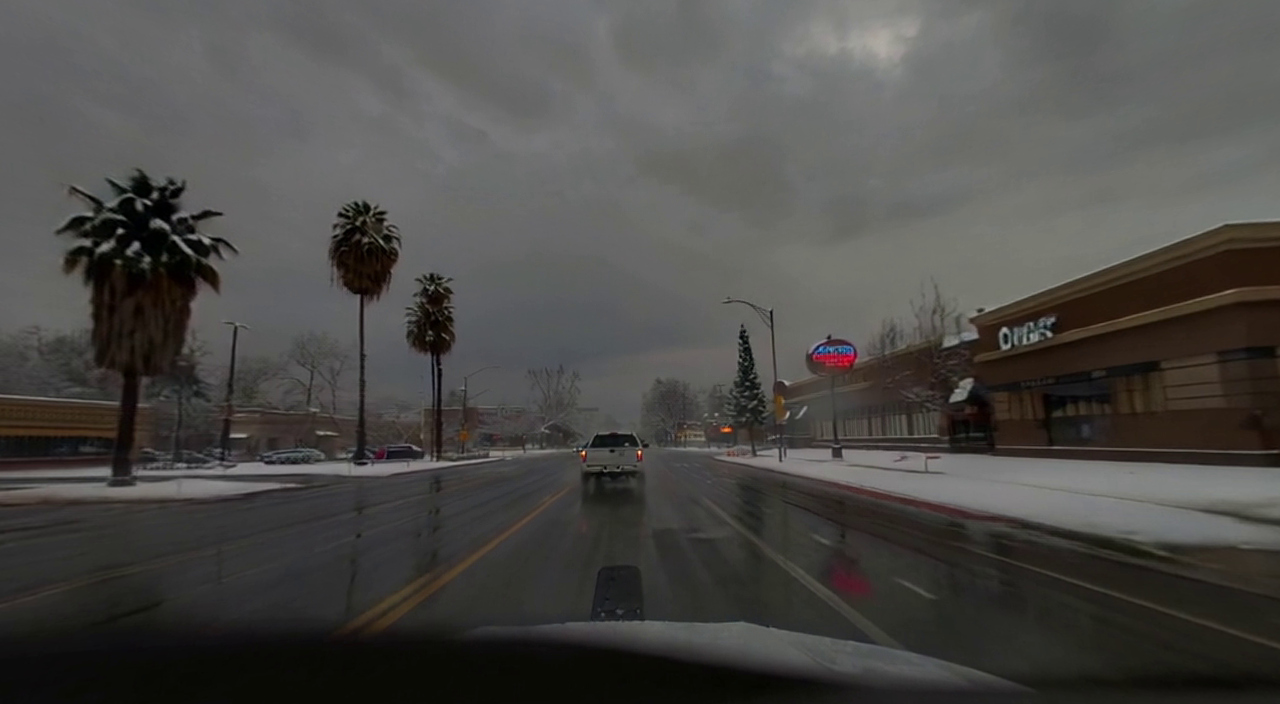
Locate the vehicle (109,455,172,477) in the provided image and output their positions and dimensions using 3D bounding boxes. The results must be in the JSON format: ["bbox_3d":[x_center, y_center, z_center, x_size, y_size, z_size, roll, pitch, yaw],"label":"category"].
[{"bbox_3d":[-37.766,8.602,47.686,1.685,1.466,3.858,0,-8,-4],"label":"vehicle"}]

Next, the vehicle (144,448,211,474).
[{"bbox_3d":[-34.950,8.203,47.711,2.013,1.785,4.331,2,-8,-5],"label":"vehicle"}]

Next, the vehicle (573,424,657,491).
[{"bbox_3d":[-0.701,3.150,19.057,2.239,1.763,4.096,0,-8,-1],"label":"vehicle"}]
